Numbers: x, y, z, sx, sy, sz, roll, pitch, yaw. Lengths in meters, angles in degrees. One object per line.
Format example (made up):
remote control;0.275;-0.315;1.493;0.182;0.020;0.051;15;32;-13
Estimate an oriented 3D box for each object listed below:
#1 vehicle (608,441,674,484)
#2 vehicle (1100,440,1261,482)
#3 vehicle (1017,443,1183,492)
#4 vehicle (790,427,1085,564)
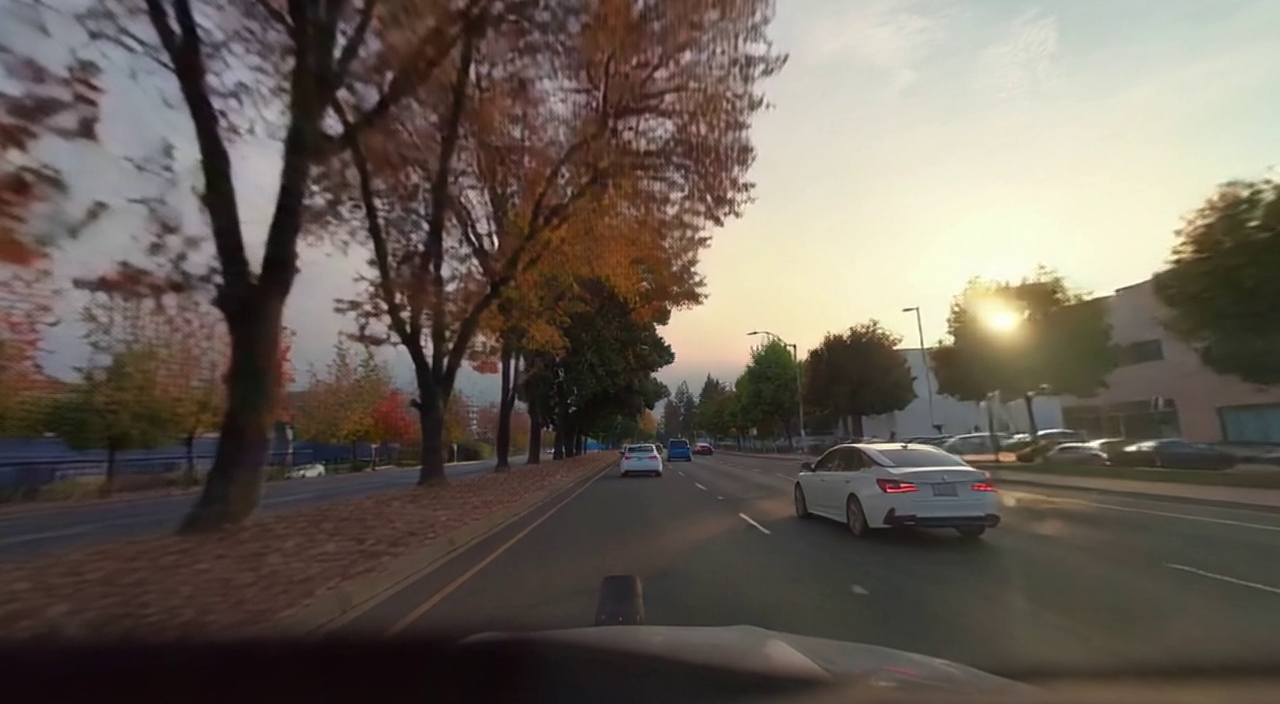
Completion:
vehicle;-0.014;4.197;24.280;2.289;1.471;4.477;0;-9;-1
vehicle;21.170;4.266;25.097;1.902;1.457;4.912;0;-9;-2
vehicle;14.653;3.677;20.540;2.023;1.417;4.486;0;-9;0
vehicle;3.774;1.892;9.112;2.094;1.480;4.323;0;-9;-1
